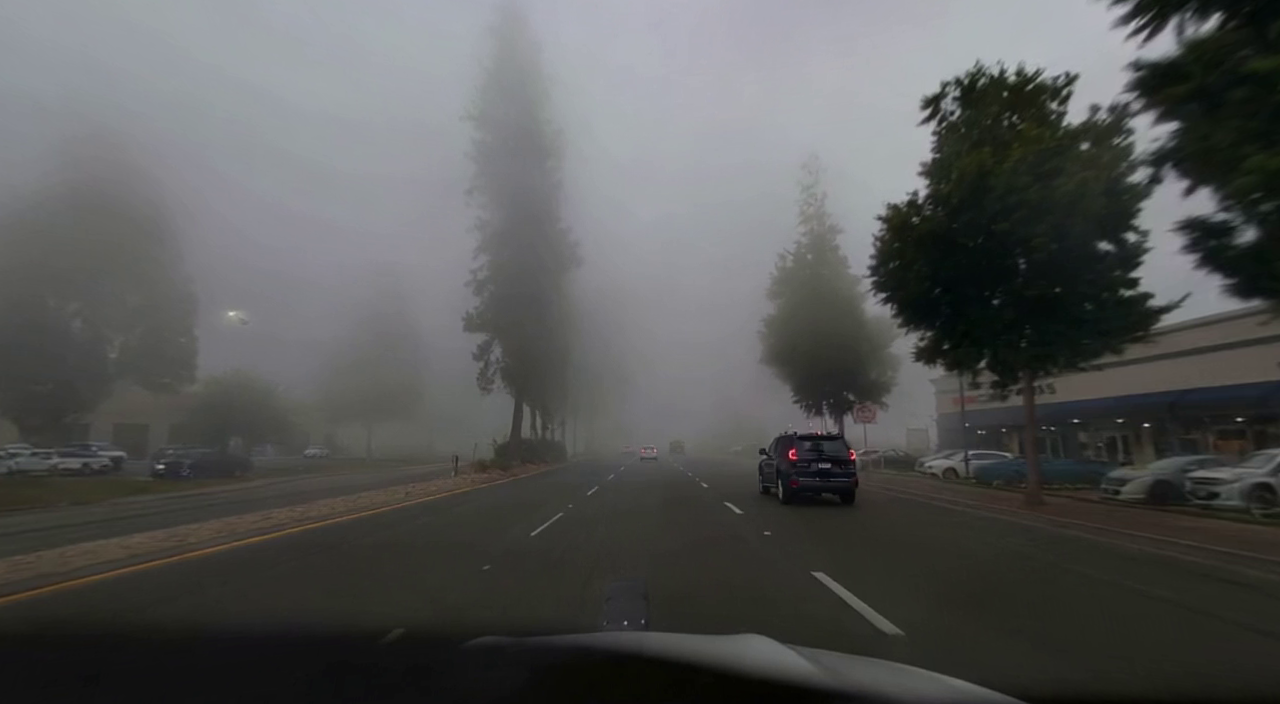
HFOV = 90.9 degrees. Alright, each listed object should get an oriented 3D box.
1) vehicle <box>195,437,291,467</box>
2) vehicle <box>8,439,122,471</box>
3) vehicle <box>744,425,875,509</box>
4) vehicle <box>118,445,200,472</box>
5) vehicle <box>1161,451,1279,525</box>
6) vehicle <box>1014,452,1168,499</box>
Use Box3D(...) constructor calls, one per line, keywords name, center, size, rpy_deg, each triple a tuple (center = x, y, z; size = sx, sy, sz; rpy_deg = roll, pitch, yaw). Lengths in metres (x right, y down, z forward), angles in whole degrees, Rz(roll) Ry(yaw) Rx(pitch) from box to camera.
Box3D(name="vehicle", center=(-28.227, 7.123, 45.232), size=(2.344, 1.946, 6.771), rpy_deg=(-1, -8, 2))
Box3D(name="vehicle", center=(-36.535, 6.526, 40.302), size=(2.119, 1.884, 5.390), rpy_deg=(0, -8, 1))
Box3D(name="vehicle", center=(4.017, 2.803, 15.809), size=(2.024, 1.773, 4.431), rpy_deg=(0, -8, 0))
Box3D(name="vehicle", center=(-31.099, 6.881, 40.909), size=(1.886, 1.606, 4.230), rpy_deg=(0, -8, 1))
Box3D(name="vehicle", center=(17.175, 3.539, 16.631), size=(4.813, 1.797, 2.055), rpy_deg=(-1, -9, 5))
Box3D(name="vehicle", center=(17.691, 4.851, 24.936), size=(4.433, 1.729, 2.033), rpy_deg=(0, -9, 3))
